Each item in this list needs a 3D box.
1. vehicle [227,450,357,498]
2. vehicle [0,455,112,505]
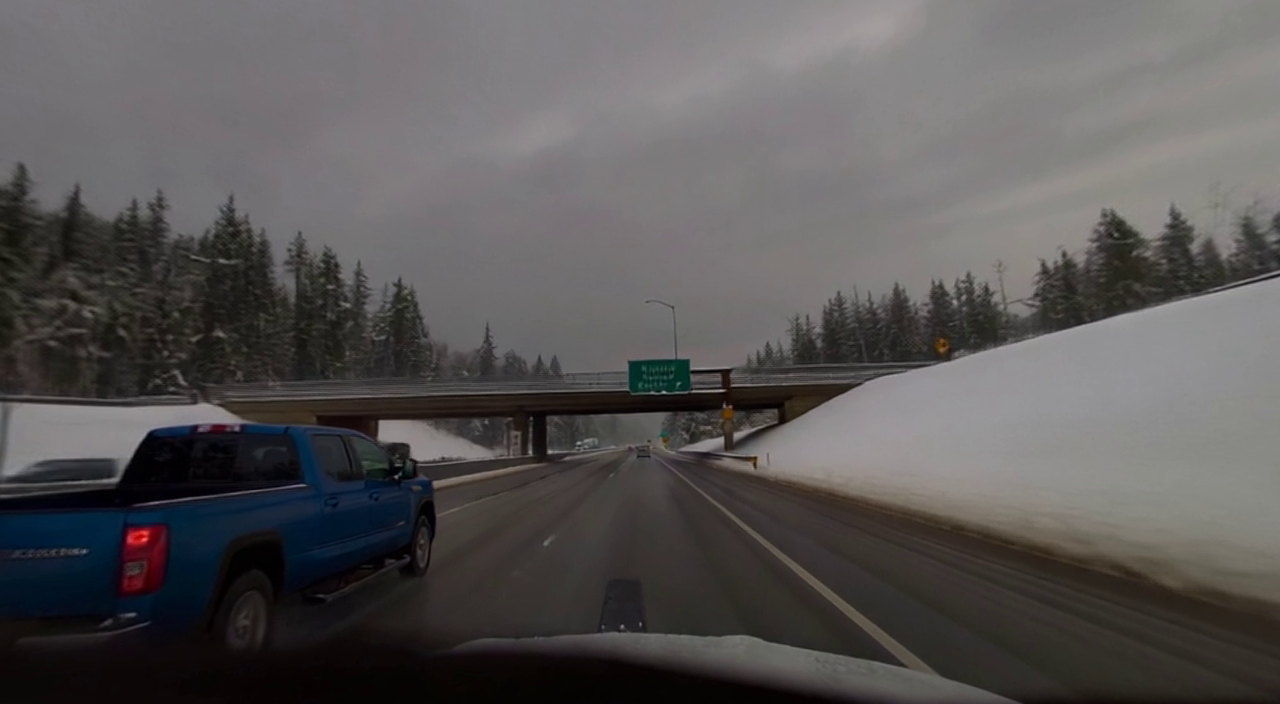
[{"bbox_3d":[-14.779,5.177,27.321,2.297,1.762,5.728,0,-8,1],"label":"vehicle"},{"bbox_3d":[-23.292,4.840,23.931,2.056,1.728,5.167,-3,-9,0],"label":"vehicle"}]
